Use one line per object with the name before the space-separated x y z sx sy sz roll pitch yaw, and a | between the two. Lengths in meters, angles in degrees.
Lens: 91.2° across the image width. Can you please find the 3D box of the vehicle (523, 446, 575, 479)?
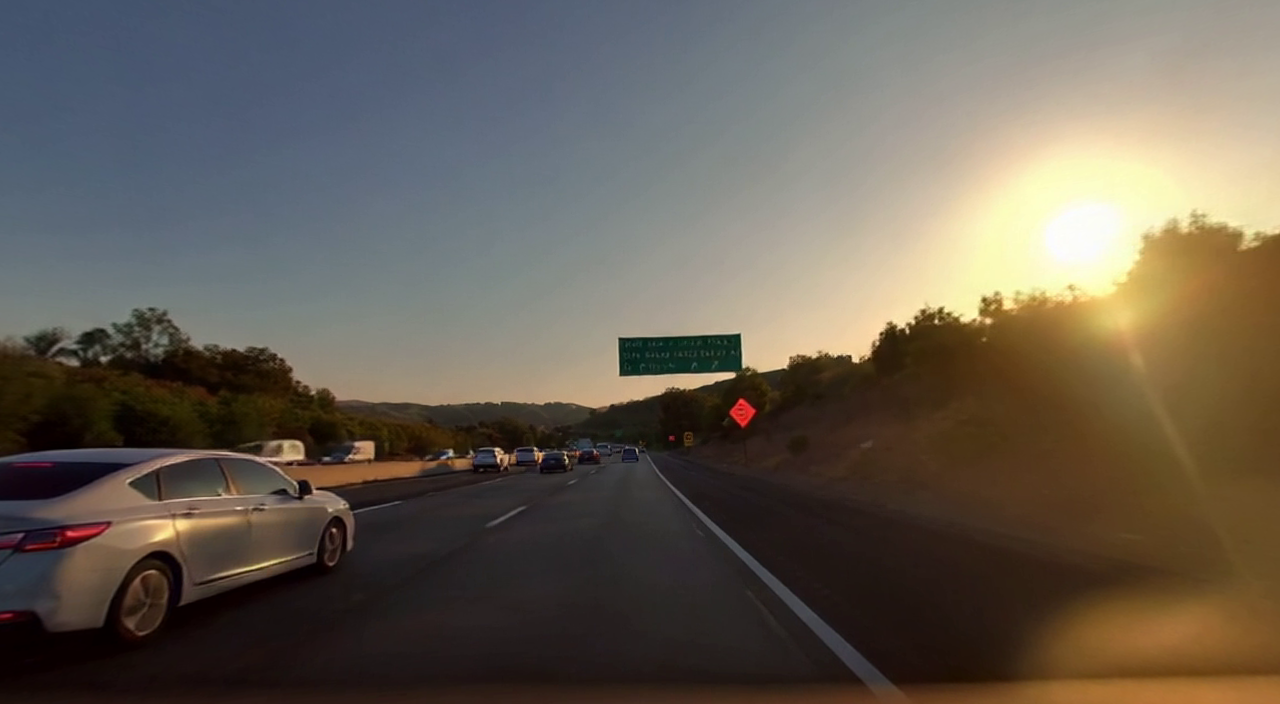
vehicle | -4.343 5.351 30.540 1.988 1.477 4.118 0 -9 -1

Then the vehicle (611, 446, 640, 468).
vehicle | -1.057 7.643 45.629 2.023 1.479 3.718 0 -9 0

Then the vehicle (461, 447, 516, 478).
vehicle | -7.927 5.782 33.125 1.936 1.516 3.904 0 -9 -1

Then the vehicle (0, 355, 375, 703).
vehicle | -4.077 1.211 4.831 2.074 1.779 4.588 0 -9 -1
